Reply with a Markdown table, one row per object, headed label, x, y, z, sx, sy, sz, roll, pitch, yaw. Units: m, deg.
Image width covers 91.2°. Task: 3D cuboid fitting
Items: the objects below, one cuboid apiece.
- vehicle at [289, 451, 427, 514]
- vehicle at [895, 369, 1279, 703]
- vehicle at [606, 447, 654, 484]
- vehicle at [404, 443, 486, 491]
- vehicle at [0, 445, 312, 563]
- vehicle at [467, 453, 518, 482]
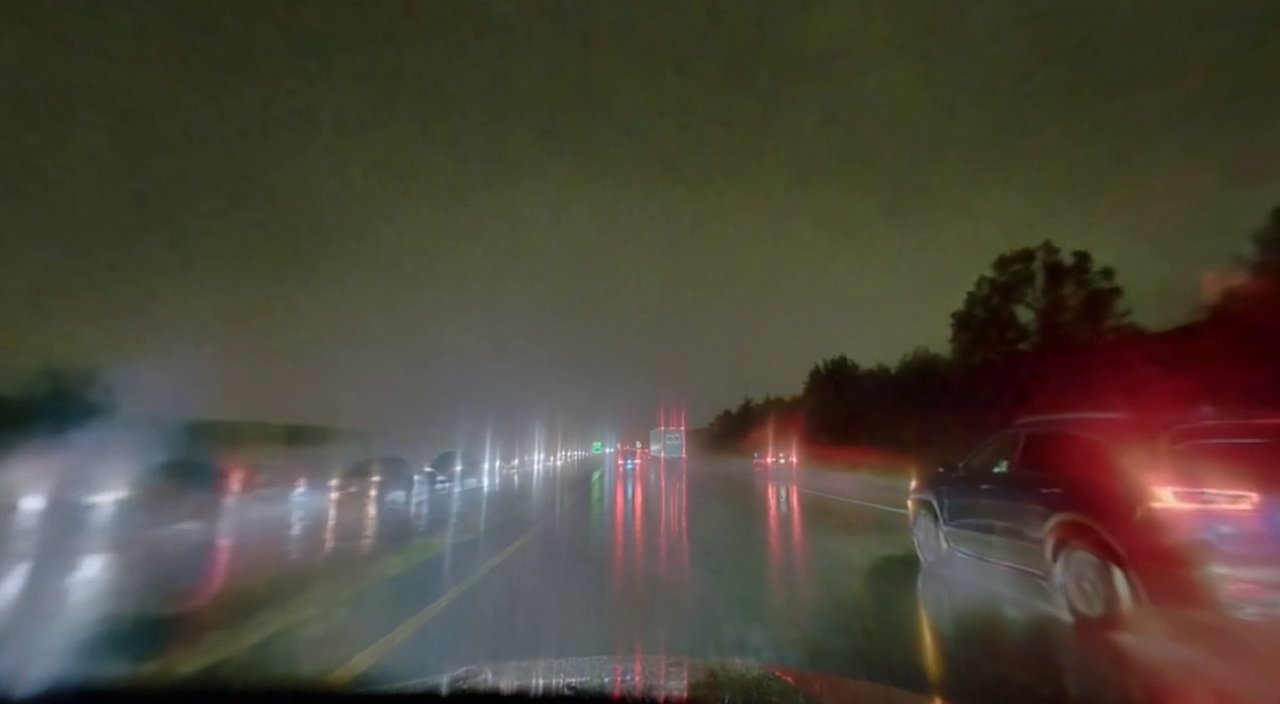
| label | x | y | z | sx | sy | sz | roll | pitch | yaw |
| --- | --- | --- | --- | --- | --- | --- | --- | --- | --- |
| vehicle | -7.717 | 3.582 | 17.703 | 1.909 | 1.523 | 4.359 | 0 | -9 | -1 |
| vehicle | 4.046 | 1.244 | 5.092 | 2.077 | 1.673 | 4.267 | 0 | -9 | -1 |
| vehicle | -0.456 | 5.005 | 27.925 | 1.971 | 1.518 | 4.108 | 0 | -9 | -1 |
| vehicle | -7.948 | 4.731 | 26.031 | 2.019 | 1.809 | 4.361 | 0 | -9 | -1 |
| vehicle | -7.959 | 2.473 | 11.004 | 1.961 | 1.611 | 4.479 | 0 | -9 | 0 |
| vehicle | -8.139 | 6.376 | 34.961 | 1.917 | 1.483 | 4.289 | 0 | -9 | -1 |
